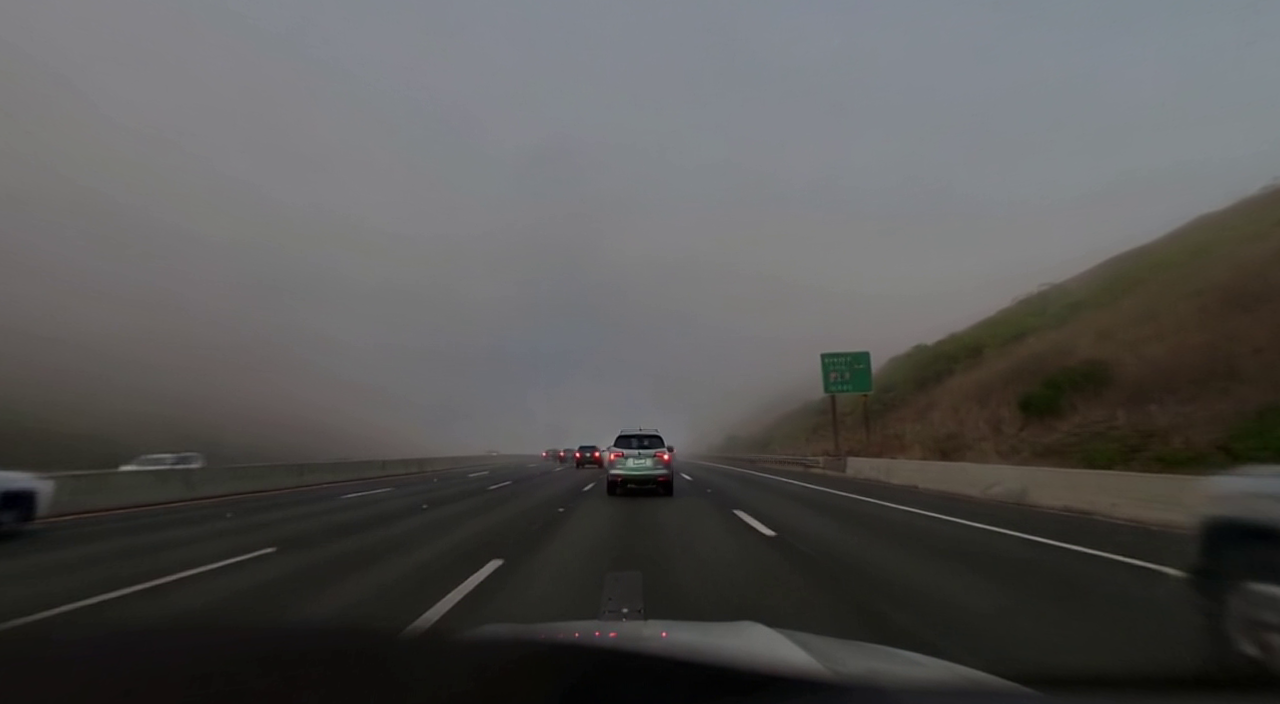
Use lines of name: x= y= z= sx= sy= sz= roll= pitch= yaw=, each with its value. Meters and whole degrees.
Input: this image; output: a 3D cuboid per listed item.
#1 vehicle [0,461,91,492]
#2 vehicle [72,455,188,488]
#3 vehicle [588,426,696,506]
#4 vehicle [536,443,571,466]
vehicle: x=-32.041 y=6.568 z=33.521 sx=1.766 sy=1.428 sz=4.355 roll=0 pitch=-9 yaw=0
vehicle: x=-24.584 y=5.730 z=30.617 sx=2.093 sy=1.419 sz=4.204 roll=0 pitch=-9 yaw=1
vehicle: x=0.062 y=2.925 z=16.561 sx=2.447 sy=1.804 sz=4.273 roll=0 pitch=-9 yaw=1
vehicle: x=-6.746 y=8.052 z=49.599 sx=2.024 sy=1.706 sz=4.462 roll=0 pitch=-9 yaw=1
